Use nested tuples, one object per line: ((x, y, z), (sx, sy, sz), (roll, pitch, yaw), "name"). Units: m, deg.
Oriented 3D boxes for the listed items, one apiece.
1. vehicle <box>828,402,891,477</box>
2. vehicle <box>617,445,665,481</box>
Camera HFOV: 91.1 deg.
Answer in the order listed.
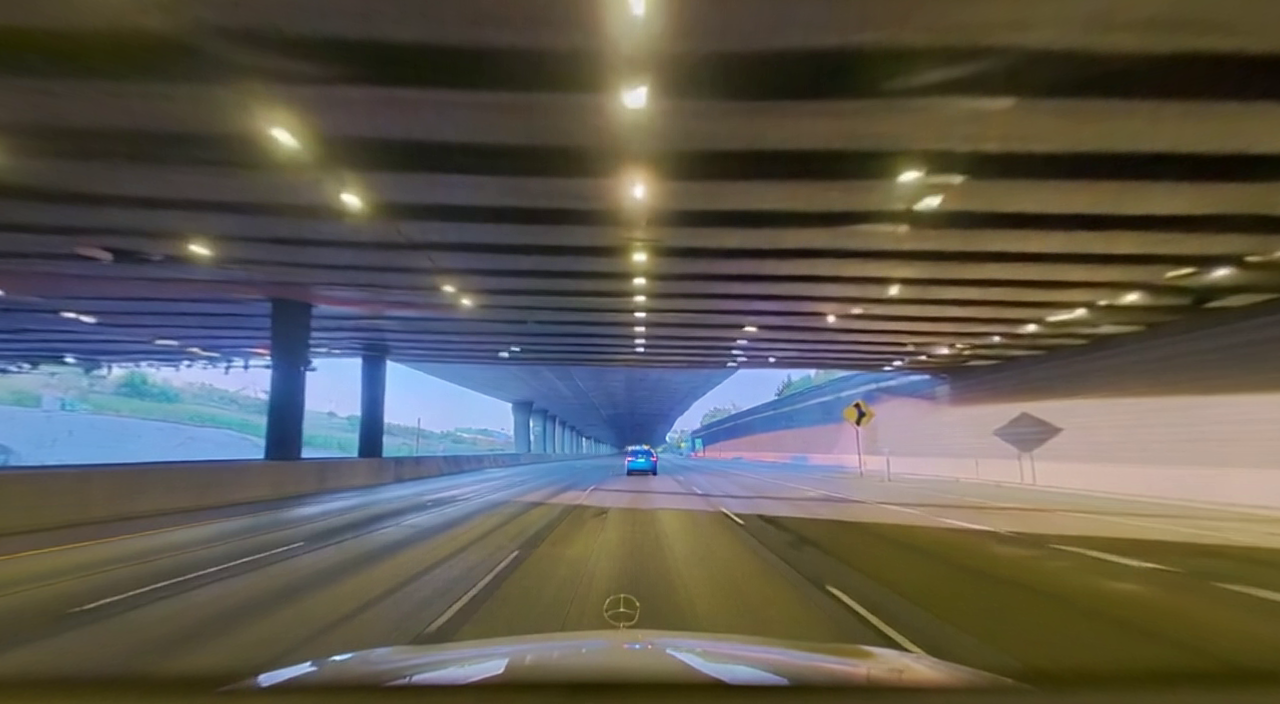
((11.157, 4.509, 32.244), (2.135, 3.652, 2.845), (-1, -9, 2), "vehicle")
((-0.025, 5.029, 28.801), (2.055, 1.501, 4.321), (0, -9, -2), "vehicle")
